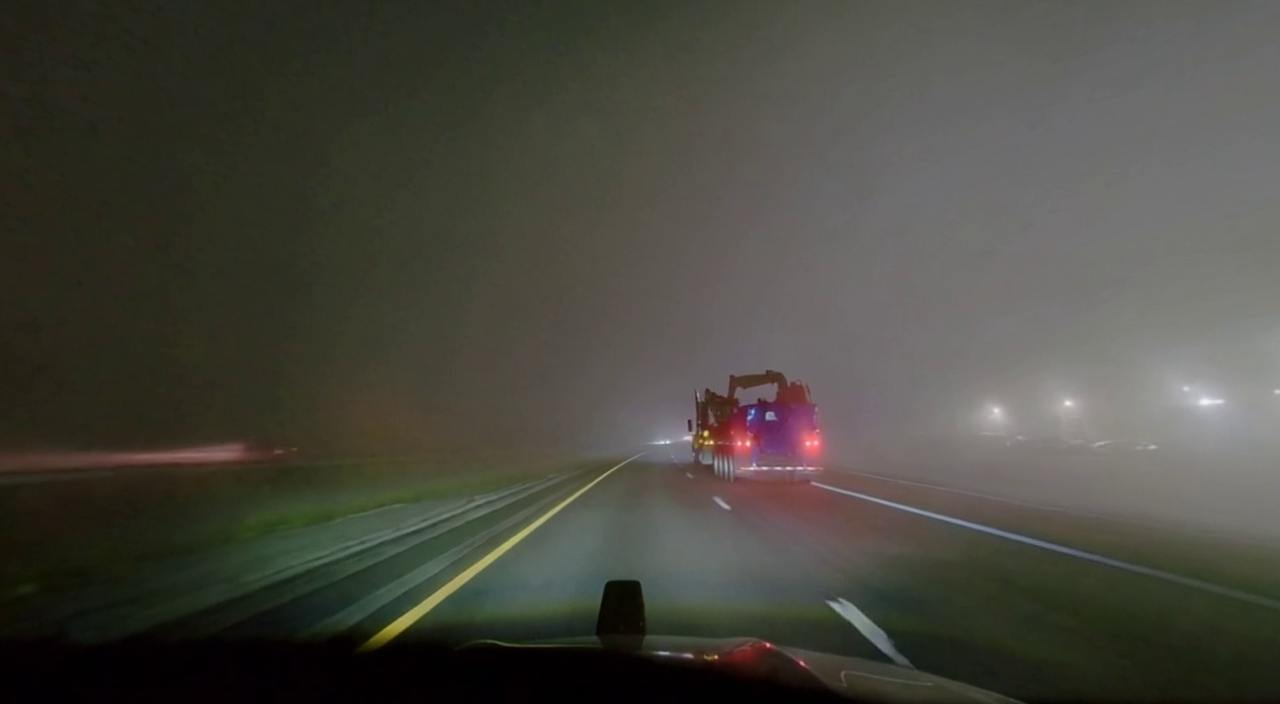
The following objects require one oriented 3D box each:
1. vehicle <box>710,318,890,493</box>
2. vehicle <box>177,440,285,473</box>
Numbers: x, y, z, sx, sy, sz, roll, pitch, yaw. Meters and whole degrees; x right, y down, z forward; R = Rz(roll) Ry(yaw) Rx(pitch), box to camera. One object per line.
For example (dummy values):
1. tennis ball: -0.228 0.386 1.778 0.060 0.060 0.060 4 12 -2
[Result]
1. vehicle: 3.963 1.667 17.561 3.279 3.956 6.541 0 -8 1
2. vehicle: -19.766 5.059 30.794 2.036 1.476 4.826 0 -8 0
